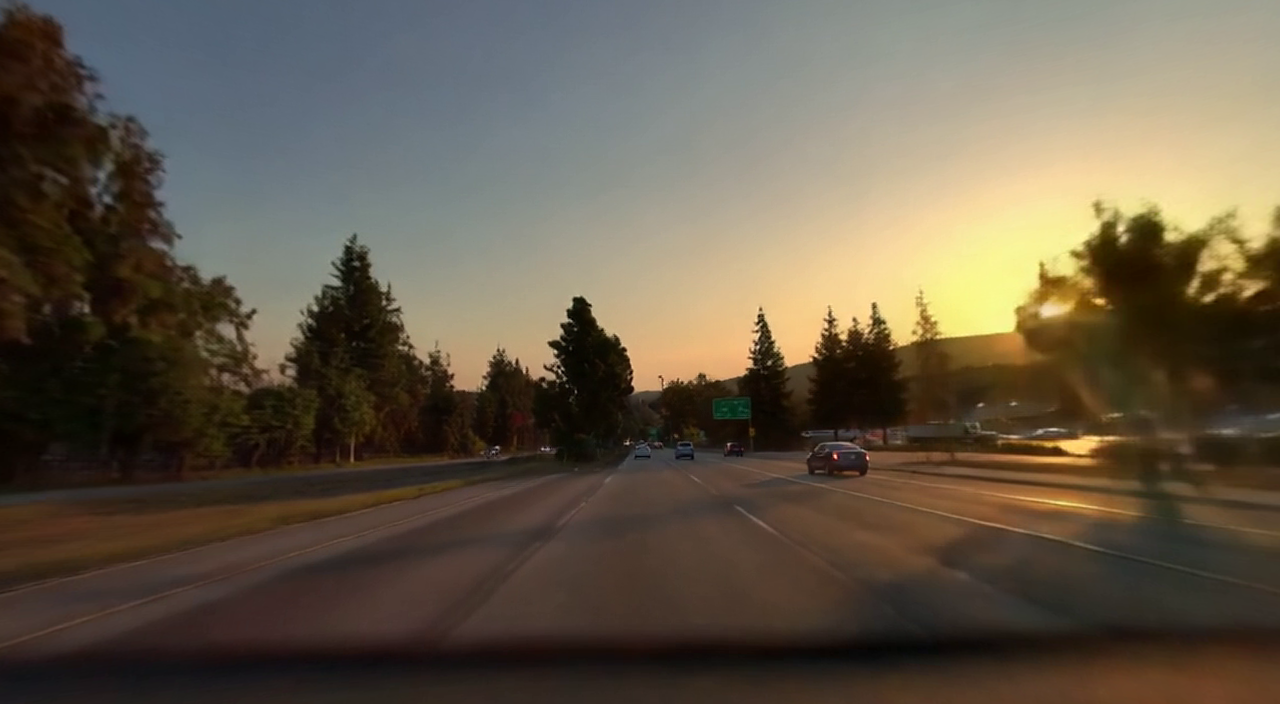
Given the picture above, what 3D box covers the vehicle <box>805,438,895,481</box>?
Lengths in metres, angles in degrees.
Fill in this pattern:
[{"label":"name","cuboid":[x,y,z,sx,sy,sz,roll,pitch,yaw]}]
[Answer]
[{"label":"vehicle","cuboid":[8.120,4.183,24.821,1.989,1.526,4.443,0,-9,0]}]
